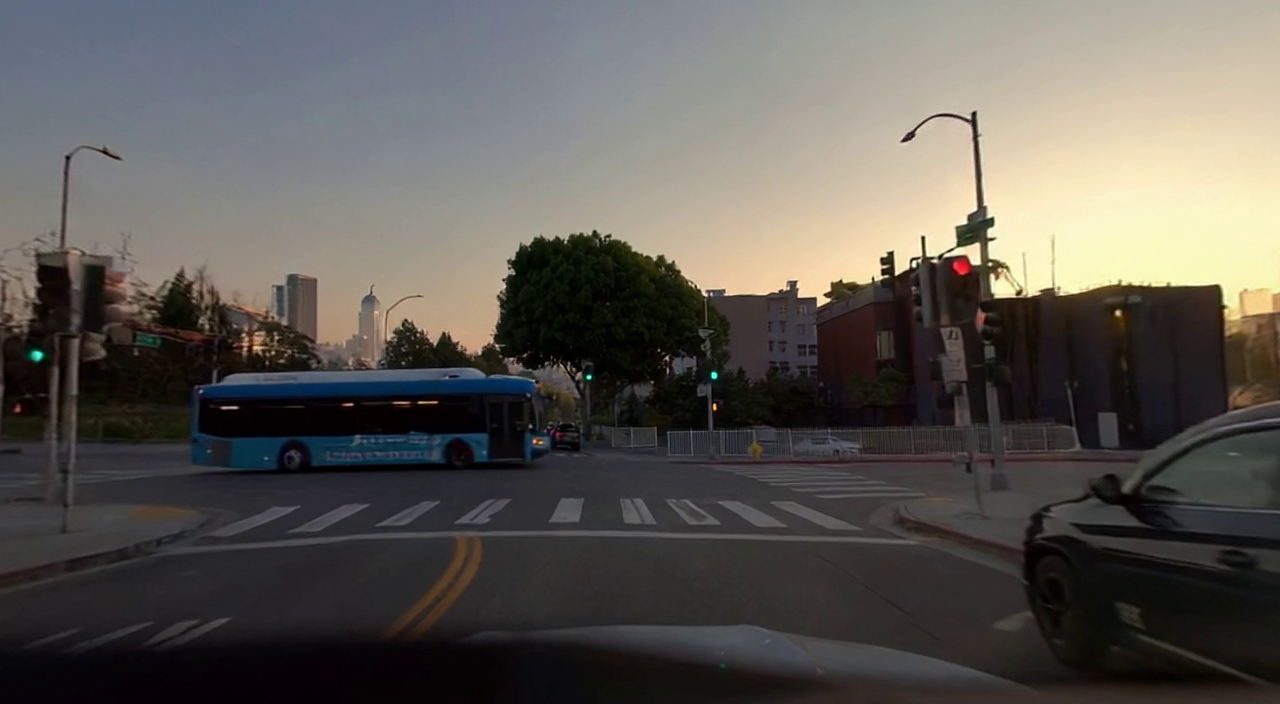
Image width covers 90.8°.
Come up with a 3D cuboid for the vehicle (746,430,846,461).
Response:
[{"bbox_3d":[7.670,4.642,31.377,4.451,1.422,1.744,0,-8,0],"label":"vehicle"}]

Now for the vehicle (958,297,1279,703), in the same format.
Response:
[{"bbox_3d":[3.530,0.774,2.582,2.052,1.929,4.747,-1,-8,2],"label":"vehicle"}]

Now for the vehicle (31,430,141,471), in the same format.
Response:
[{"bbox_3d":[-28.246,4.992,32.246,4.145,1.585,1.727,-5,-3,2],"label":"vehicle"}]

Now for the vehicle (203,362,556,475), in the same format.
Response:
[{"bbox_3d":[-8.413,2.307,21.448,10.621,3.479,3.025,-1,-8,2],"label":"vehicle"}]

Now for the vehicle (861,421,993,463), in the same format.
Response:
[{"bbox_3d":[14.055,4.464,31.203,5.450,1.844,2.011,-2,-9,2],"label":"vehicle"}]
